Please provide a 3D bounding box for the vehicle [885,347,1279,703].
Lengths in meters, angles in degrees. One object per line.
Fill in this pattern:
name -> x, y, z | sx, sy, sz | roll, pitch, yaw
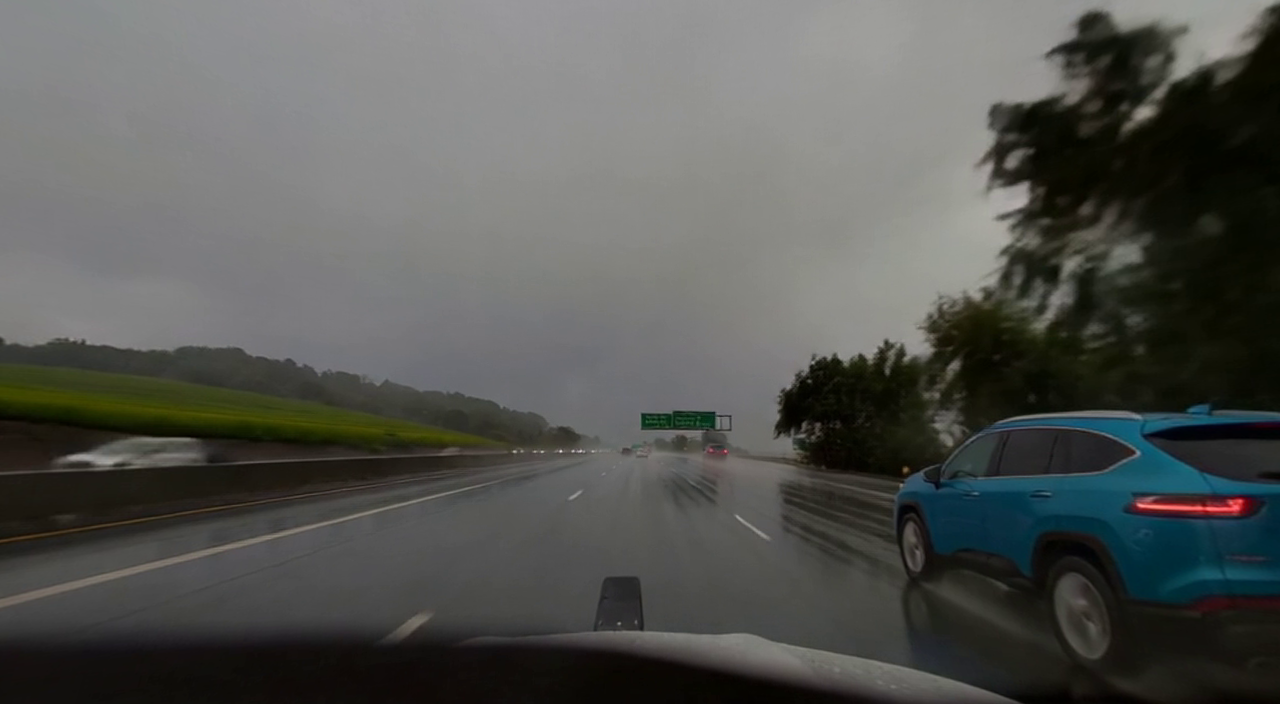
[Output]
vehicle -> 3.542, 1.149, 4.527 | 1.784, 1.733, 4.141 | 0, -9, -1

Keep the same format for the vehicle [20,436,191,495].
vehicle -> -18.453, 3.918, 21.975 | 2.130, 1.819, 4.303 | 0, -9, 0
